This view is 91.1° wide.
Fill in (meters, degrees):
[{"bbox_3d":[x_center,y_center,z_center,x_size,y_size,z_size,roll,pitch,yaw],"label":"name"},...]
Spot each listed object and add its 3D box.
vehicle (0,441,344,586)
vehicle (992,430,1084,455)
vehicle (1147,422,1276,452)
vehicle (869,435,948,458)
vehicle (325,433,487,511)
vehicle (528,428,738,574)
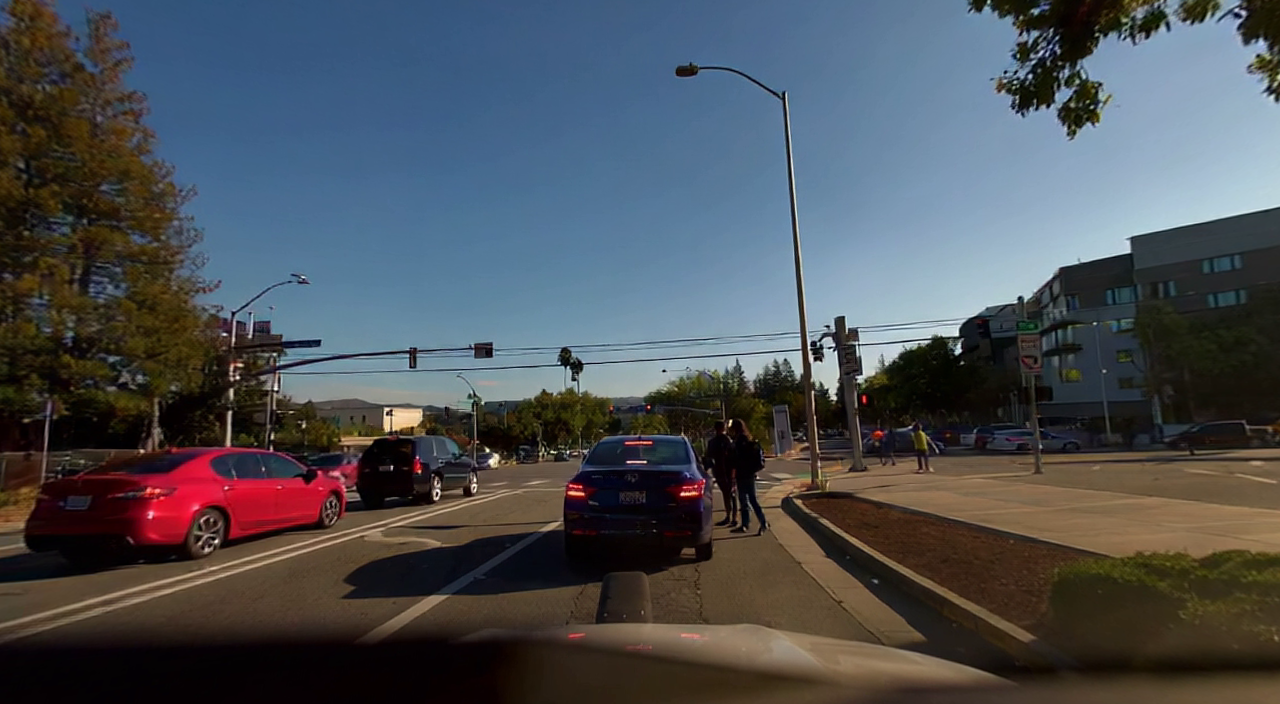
[{"bbox_3d":[-6.339,2.070,8.972,1.948,1.530,4.283,0,-9,3],"label":"vehicle"},{"bbox_3d":[23.813,5.444,37.743,4.454,1.440,1.816,-5,-10,30],"label":"vehicle"},{"bbox_3d":[30.546,4.606,33.788,4.739,1.472,1.804,-5,-10,30],"label":"vehicle"},{"bbox_3d":[17.559,6.206,41.104,4.441,1.452,1.798,-5,-10,30],"label":"vehicle"},{"bbox_3d":[-6.164,3.218,17.426,2.230,1.811,5.183,-1,-9,3],"label":"vehicle"},{"bbox_3d":[-0.052,1.868,8.675,2.182,1.501,4.150,0,-9,1],"label":"vehicle"}]
